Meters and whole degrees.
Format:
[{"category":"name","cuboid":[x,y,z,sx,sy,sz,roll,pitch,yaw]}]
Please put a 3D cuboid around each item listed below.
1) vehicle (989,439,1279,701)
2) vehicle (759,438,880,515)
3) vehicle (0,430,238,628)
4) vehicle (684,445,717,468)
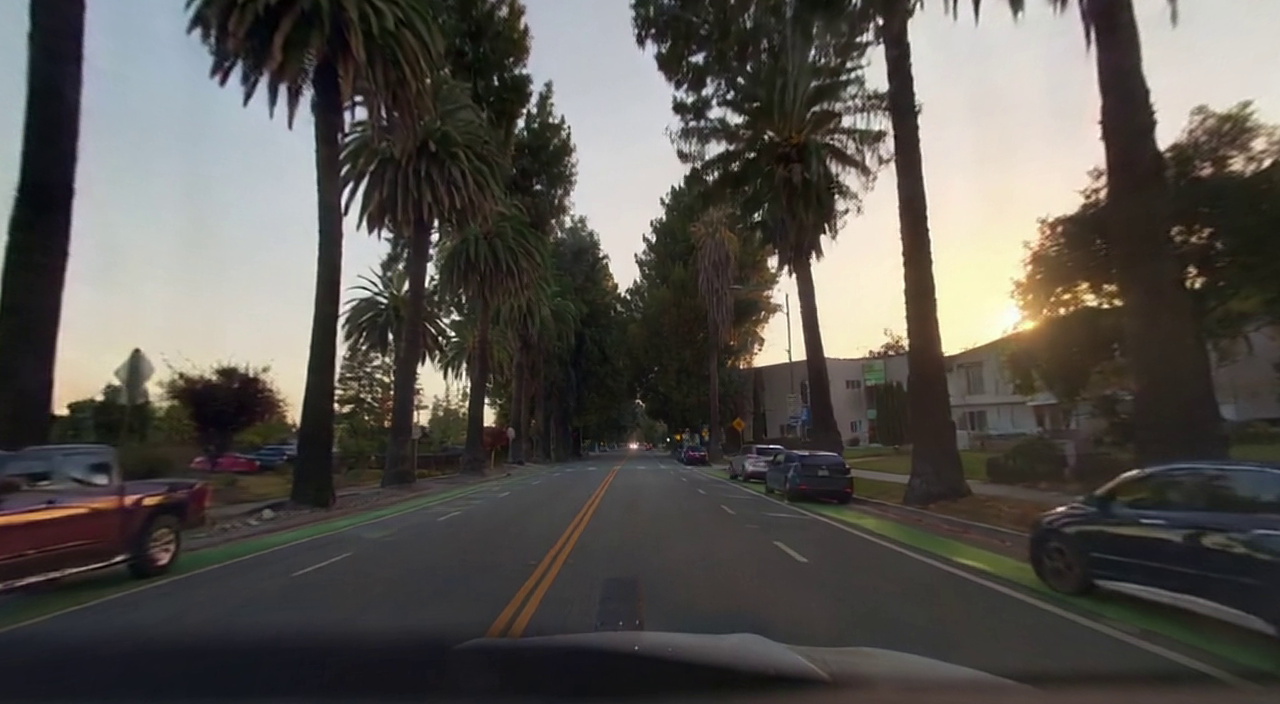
[{"category":"vehicle","cuboid":[4.722,1.277,3.876,2.141,1.480,5.016,0,-9,-2]},{"category":"vehicle","cuboid":[4.540,3.198,16.724,2.000,1.732,4.298,-1,-9,1]},{"category":"vehicle","cuboid":[-6.950,1.743,6.544,2.220,1.786,5.161,-1,-8,-1]},{"category":"vehicle","cuboid":[4.540,7.904,47.995,1.997,1.640,4.494,0,-9,-1]}]
